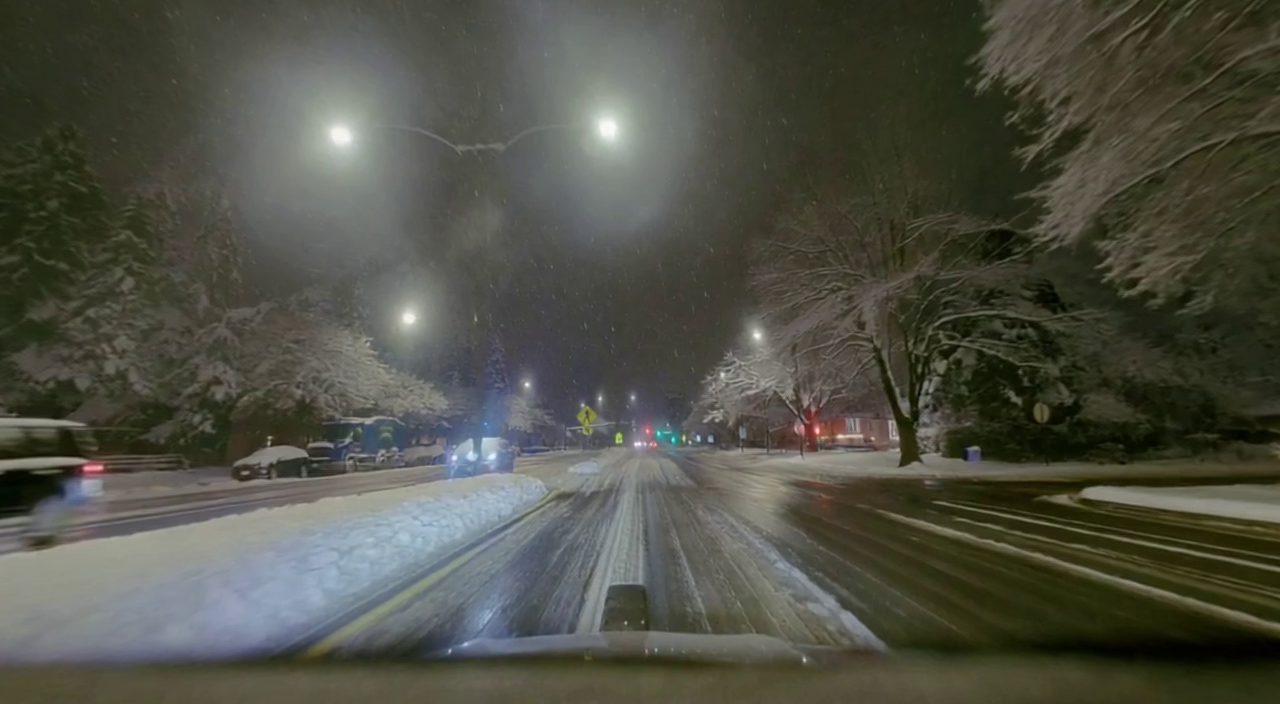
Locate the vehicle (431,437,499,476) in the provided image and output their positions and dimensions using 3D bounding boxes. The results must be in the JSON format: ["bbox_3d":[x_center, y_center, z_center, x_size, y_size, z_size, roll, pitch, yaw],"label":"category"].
[{"bbox_3d":[-8.056,4.841,29.466,1.903,1.644,4.182,0,-8,1],"label":"vehicle"}]

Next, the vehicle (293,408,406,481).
[{"bbox_3d":[-17.558,5.666,38.891,3.028,3.724,9.001,-4,-8,-2],"label":"vehicle"}]

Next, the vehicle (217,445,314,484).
[{"bbox_3d":[-18.020,5.399,30.632,1.951,1.705,4.480,0,-8,0],"label":"vehicle"}]

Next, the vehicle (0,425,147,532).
[{"bbox_3d":[-11.631,2.183,10.994,2.092,1.746,4.831,0,-8,0],"label":"vehicle"}]
